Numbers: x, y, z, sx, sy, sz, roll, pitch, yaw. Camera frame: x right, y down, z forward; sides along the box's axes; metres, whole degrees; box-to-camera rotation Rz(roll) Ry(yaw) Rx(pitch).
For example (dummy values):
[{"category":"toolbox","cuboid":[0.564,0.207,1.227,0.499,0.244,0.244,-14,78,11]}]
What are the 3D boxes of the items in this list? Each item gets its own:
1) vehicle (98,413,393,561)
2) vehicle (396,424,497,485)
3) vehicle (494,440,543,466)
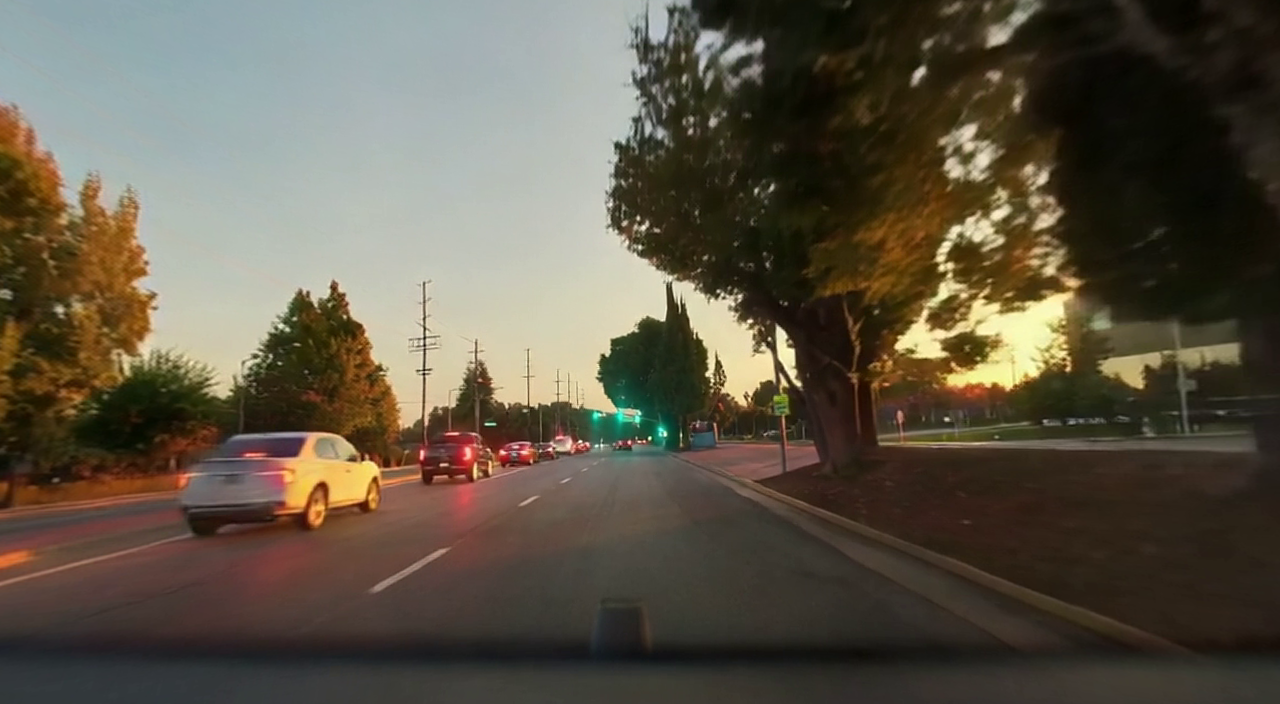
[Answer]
[{"category":"vehicle","cuboid":[-5.445,1.876,9.547,2.041,1.698,4.094,0,-8,-5]},{"category":"vehicle","cuboid":[-6.522,3.512,21.981,2.337,1.862,4.924,0,-8,-5]},{"category":"vehicle","cuboid":[-7.367,6.144,38.720,2.030,1.482,4.818,0,-8,1]}]
